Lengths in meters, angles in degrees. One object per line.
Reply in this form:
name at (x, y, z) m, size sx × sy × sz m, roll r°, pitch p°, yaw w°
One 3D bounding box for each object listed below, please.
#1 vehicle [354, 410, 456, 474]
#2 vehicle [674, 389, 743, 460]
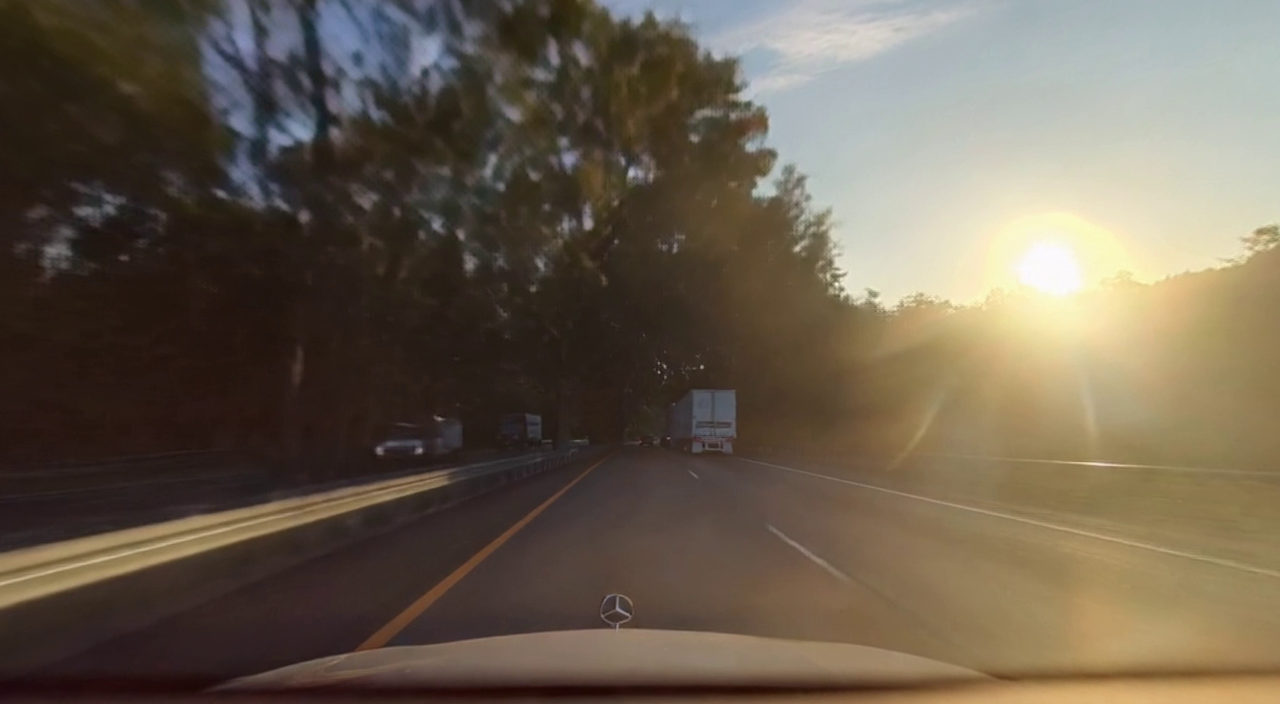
vehicle at (-11.019, 4.274, 30.218) m, size 2.430 × 2.718 × 5.799 m, roll 0°, pitch -8°, yaw 2°
vehicle at (4.251, 4.992, 42.651) m, size 2.951 × 4.007 × 13.976 m, roll 0°, pitch -8°, yaw -1°
